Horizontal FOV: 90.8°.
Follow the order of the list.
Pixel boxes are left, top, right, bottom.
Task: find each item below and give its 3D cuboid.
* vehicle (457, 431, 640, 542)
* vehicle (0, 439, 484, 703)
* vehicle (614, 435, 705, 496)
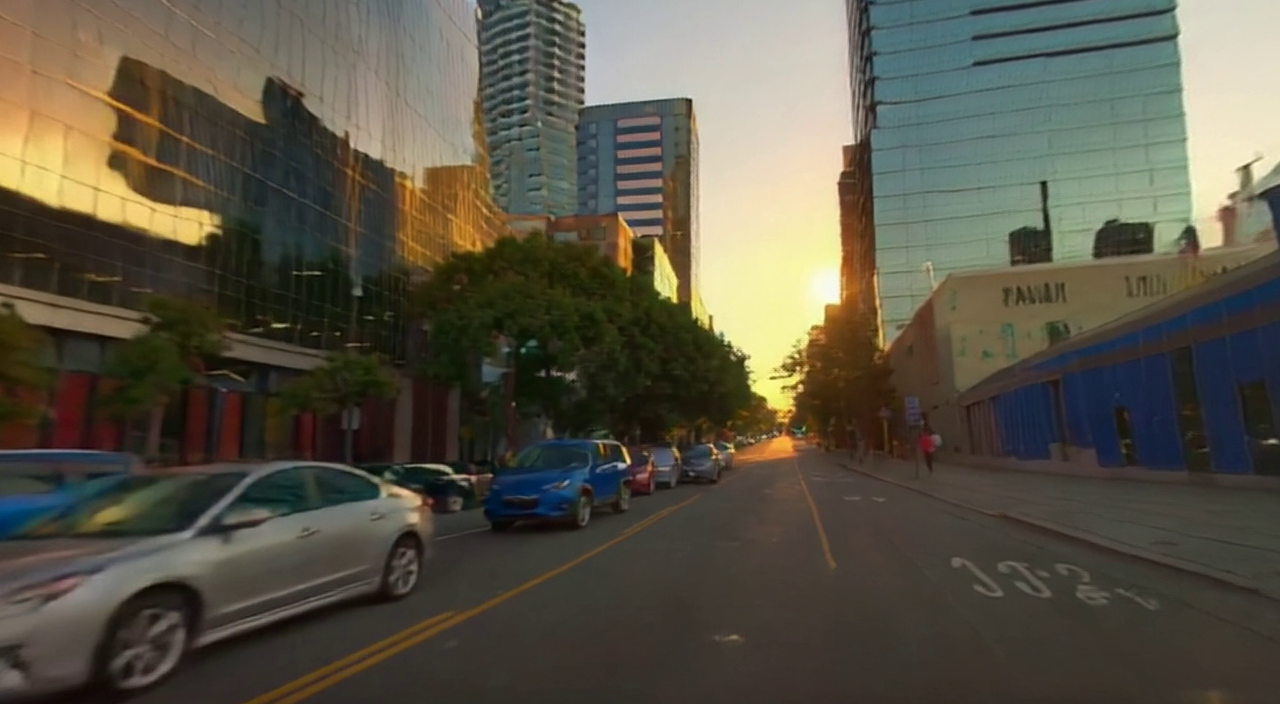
[{"bbox_3d":[-1.585,2.601,12.983,2.173,1.814,4.573,-2,-9,13],"label":"vehicle"},{"bbox_3d":[-3.391,1.527,5.152,2.017,1.558,4.888,-2,-9,14],"label":"vehicle"},{"bbox_3d":[0.813,3.848,21.794,2.225,1.848,4.472,-2,-9,14],"label":"vehicle"}]
